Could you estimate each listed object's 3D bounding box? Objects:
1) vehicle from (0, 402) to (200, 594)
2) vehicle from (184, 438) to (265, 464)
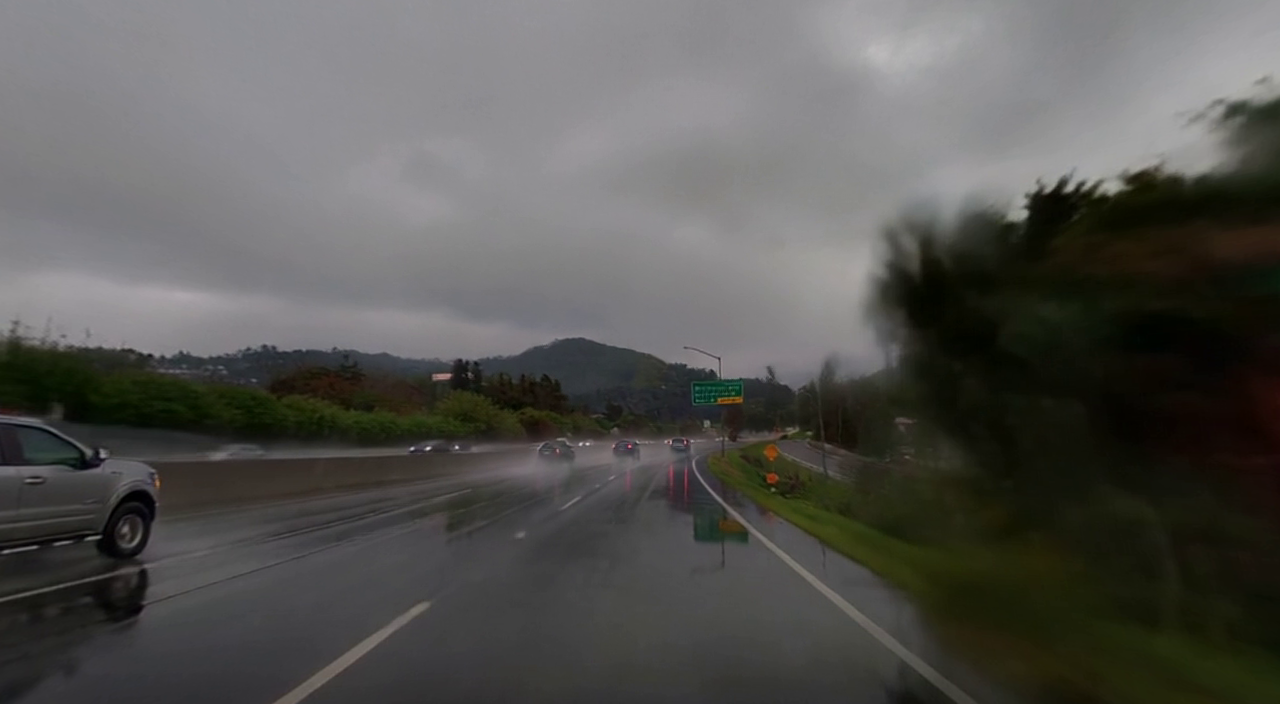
[{"bbox_3d":[-6.459,1.243,5.350,1.923,1.630,4.857,0,-8,0],"label":"vehicle"},{"bbox_3d":[-29.026,6.933,44.246,1.974,1.668,4.911,-1,-8,6],"label":"vehicle"}]
